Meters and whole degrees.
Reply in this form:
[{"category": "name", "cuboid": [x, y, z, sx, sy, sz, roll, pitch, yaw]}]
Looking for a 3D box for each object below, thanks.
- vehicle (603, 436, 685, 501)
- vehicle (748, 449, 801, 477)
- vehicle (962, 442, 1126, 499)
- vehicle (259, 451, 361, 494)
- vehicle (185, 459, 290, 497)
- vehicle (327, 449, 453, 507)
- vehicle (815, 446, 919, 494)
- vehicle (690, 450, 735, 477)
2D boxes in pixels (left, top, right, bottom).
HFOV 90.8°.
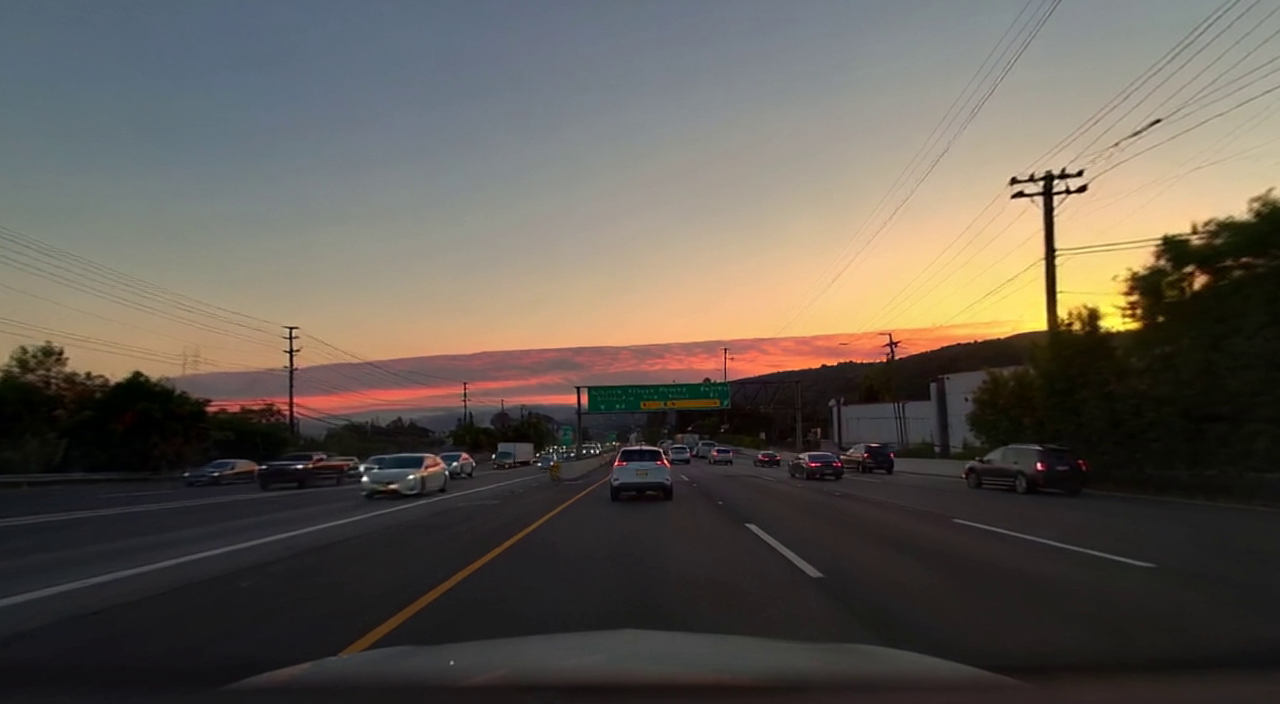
[{"category": "vehicle", "cuboid": [0.110, 3.593, 19.908, 2.298, 1.809, 4.359, 0, -9, 0]}, {"category": "vehicle", "cuboid": [7.516, 6.221, 35.648, 1.934, 1.461, 4.368, 0, -9, -1]}, {"category": "vehicle", "cuboid": [11.819, 3.457, 18.929, 1.901, 1.485, 4.483, 0, -9, 0]}, {"category": "vehicle", "cuboid": [-14.672, 5.360, 28.457, 2.032, 1.721, 4.683, 0, -9, 1]}, {"category": "vehicle", "cuboid": [-17.663, 5.512, 28.001, 1.752, 1.449, 4.321, 0, -9, 0]}, {"category": "vehicle", "cuboid": [-7.615, 3.840, 19.798, 2.004, 1.596, 4.520, 0, -9, 1]}, {"category": "vehicle", "cuboid": [7.580, 3.953, 21.593, 1.958, 1.473, 4.201, 0, -9, 0]}, {"category": "vehicle", "cuboid": [4.202, 6.535, 37.338, 2.115, 1.481, 3.968, 0, -9, -1]}]
